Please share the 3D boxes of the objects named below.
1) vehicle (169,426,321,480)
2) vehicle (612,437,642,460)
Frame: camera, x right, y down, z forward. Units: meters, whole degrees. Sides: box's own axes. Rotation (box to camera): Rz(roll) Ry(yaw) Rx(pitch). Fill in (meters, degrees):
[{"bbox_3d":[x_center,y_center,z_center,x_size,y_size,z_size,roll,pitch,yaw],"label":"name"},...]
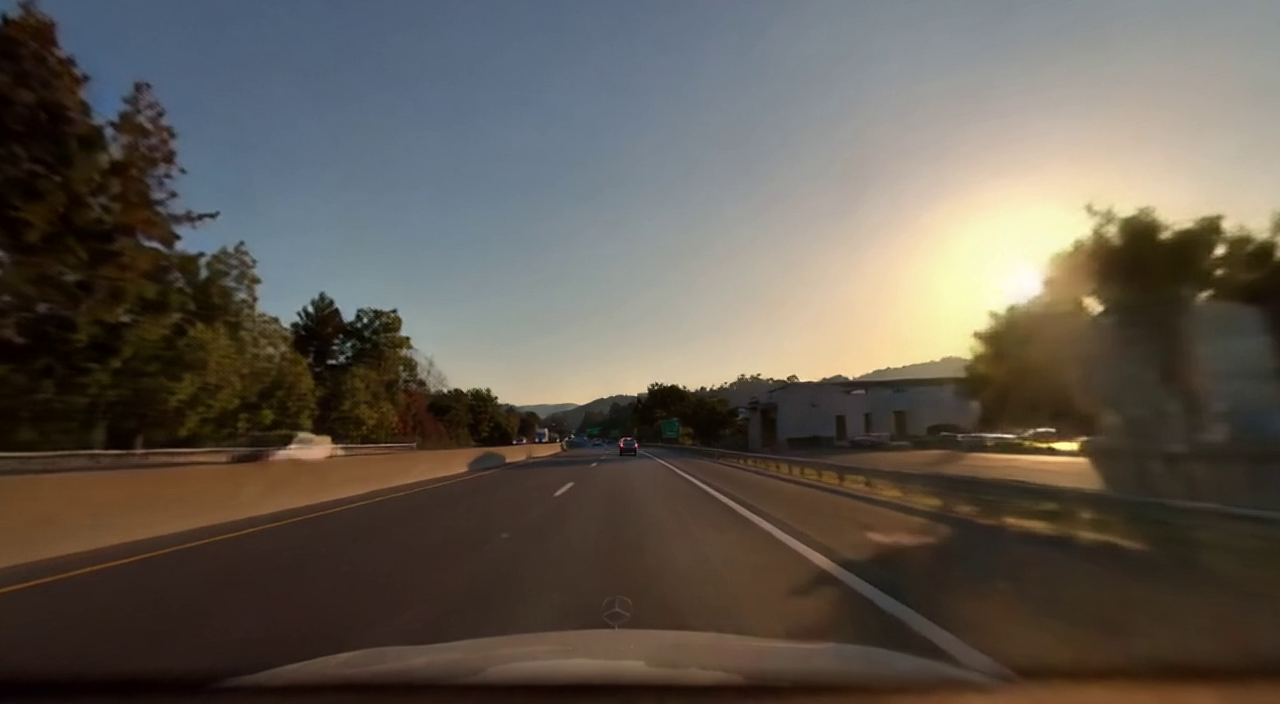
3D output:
[{"bbox_3d":[-12.384,3.193,20.209,1.901,1.507,4.711,0,-8,-1],"label":"vehicle"},{"bbox_3d":[-0.967,6.883,45.066,2.099,1.504,3.843,0,-8,-2],"label":"vehicle"}]
